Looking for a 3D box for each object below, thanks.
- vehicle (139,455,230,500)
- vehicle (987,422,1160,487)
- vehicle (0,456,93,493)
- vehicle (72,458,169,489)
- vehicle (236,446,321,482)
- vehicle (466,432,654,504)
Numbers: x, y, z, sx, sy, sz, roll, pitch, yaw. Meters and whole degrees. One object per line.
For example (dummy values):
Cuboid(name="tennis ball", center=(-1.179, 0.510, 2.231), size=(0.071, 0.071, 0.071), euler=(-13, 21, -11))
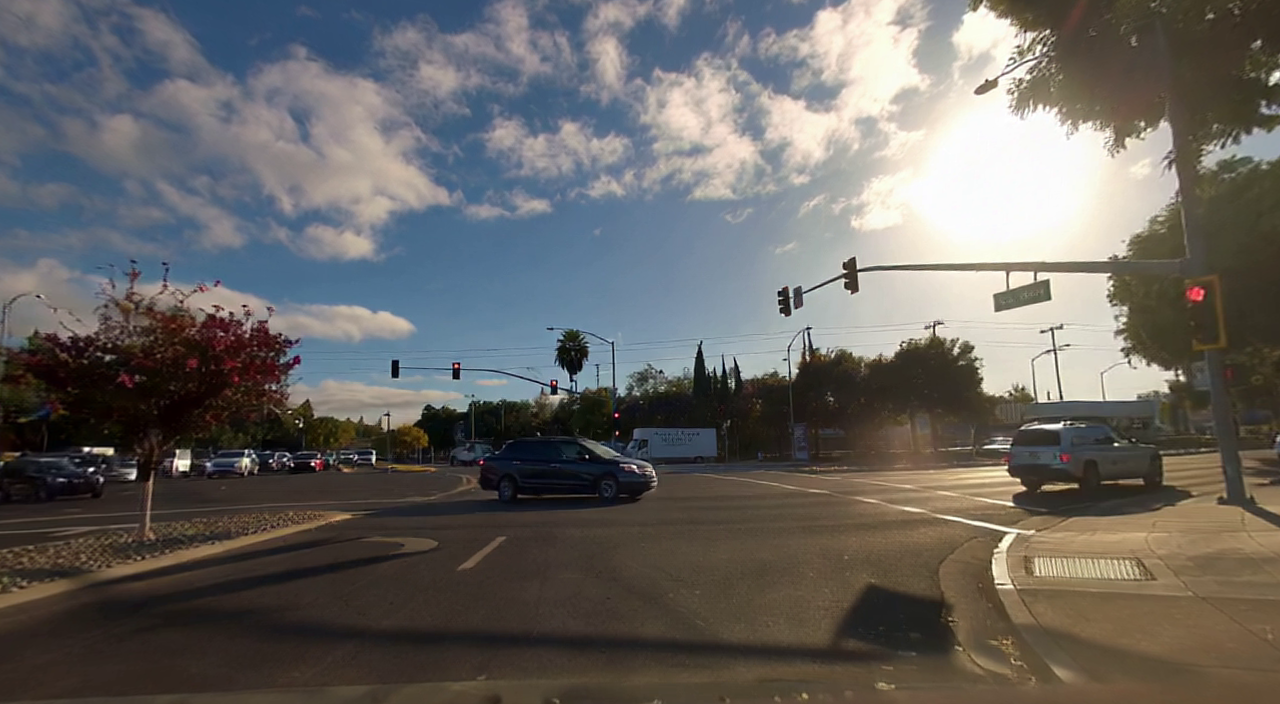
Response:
Cuboid(name="vehicle", center=(-17.238, 4.692, 24.157), size=(1.957, 1.471, 4.728), euler=(4, -10, -26))
Cuboid(name="vehicle", center=(13.096, 3.061, 19.099), size=(4.619, 1.759, 2.101), euler=(4, -10, -25))
Cuboid(name="vehicle", center=(-31.184, 6.262, 32.639), size=(2.142, 1.723, 4.692), euler=(1, -9, -9))
Cuboid(name="vehicle", center=(-28.366, 6.608, 34.706), size=(1.965, 1.448, 4.553), euler=(1, -9, -8))
Cuboid(name="vehicle", center=(-21.439, 6.609, 37.839), size=(2.358, 1.937, 5.896), euler=(1, -9, -8))
Cuboid(name="vehicle", center=(-1.947, 2.890, 15.936), size=(4.281, 1.621, 1.903), euler=(-3, -9, 15))
